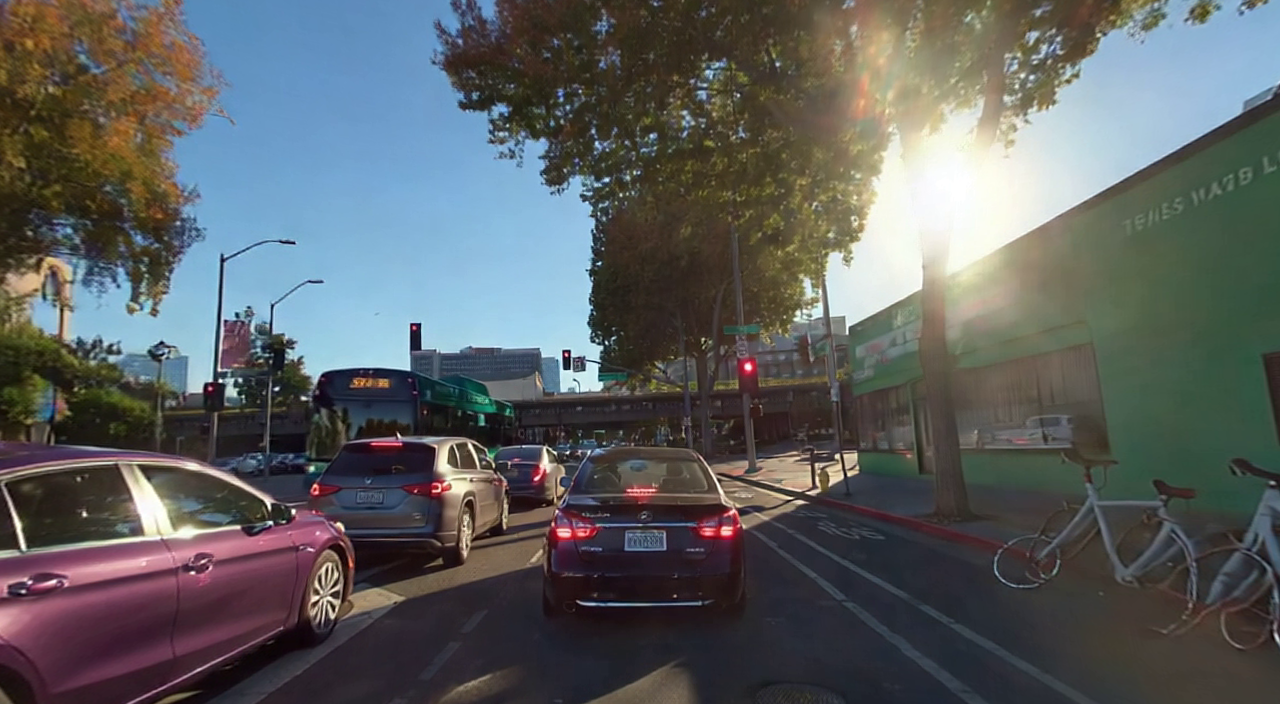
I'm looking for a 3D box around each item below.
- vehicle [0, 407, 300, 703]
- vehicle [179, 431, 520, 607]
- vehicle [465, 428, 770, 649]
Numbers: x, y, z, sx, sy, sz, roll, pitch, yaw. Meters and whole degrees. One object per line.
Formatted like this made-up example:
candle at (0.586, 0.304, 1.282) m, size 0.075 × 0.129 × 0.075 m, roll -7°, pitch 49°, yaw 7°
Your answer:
vehicle at (-3.164, 0.870, 1.702) m, size 1.867 × 1.486 × 4.452 m, roll 0°, pitch -8°, yaw 2°
vehicle at (-2.912, 1.752, 7.634) m, size 1.944 × 1.481 × 4.385 m, roll 0°, pitch -8°, yaw 1°
vehicle at (-0.138, 1.526, 6.167) m, size 2.031 × 1.461 × 3.763 m, roll 0°, pitch -8°, yaw 0°
